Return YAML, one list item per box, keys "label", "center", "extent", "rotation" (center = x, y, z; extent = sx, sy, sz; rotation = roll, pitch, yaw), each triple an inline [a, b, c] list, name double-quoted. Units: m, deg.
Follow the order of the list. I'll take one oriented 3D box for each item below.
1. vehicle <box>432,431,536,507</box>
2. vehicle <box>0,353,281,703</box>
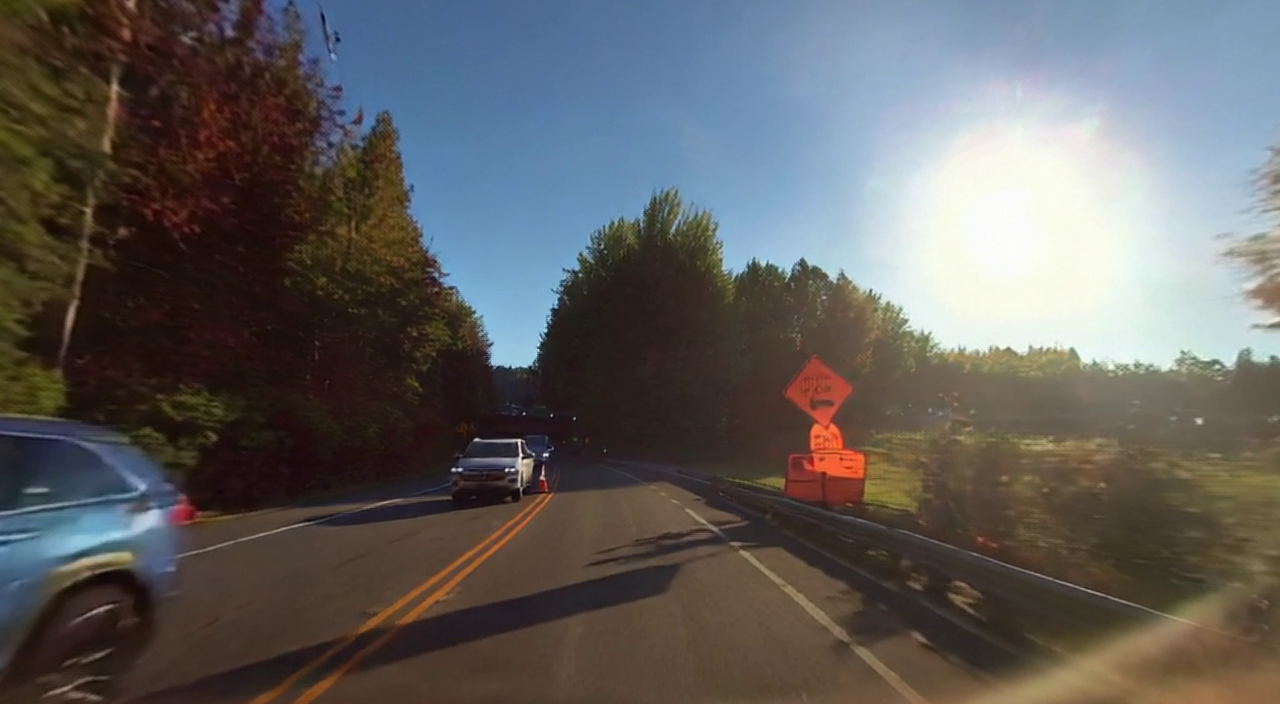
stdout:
- label: "vehicle"
  center: [-4.100, 3.123, 17.391]
  extent: [2.057, 1.792, 4.457]
  rotation: [1, -9, -5]
- label: "vehicle"
  center: [-3.619, 0.808, 2.054]
  extent: [2.177, 1.721, 4.794]
  rotation: [0, -8, -2]
